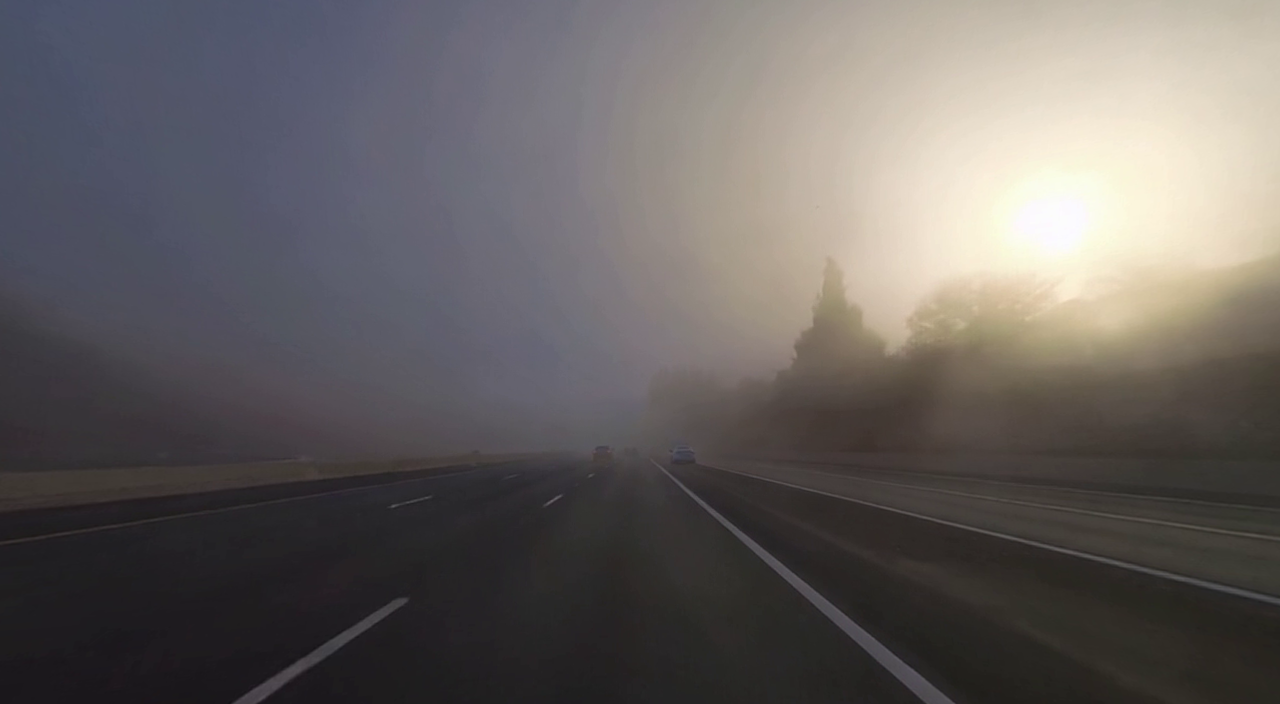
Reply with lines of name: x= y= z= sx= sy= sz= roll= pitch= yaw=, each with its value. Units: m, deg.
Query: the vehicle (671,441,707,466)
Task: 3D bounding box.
vehicle: x=3.391 y=7.210 z=44.874 sx=2.130 sy=1.677 sz=4.317 roll=0 pitch=-9 yaw=-1
